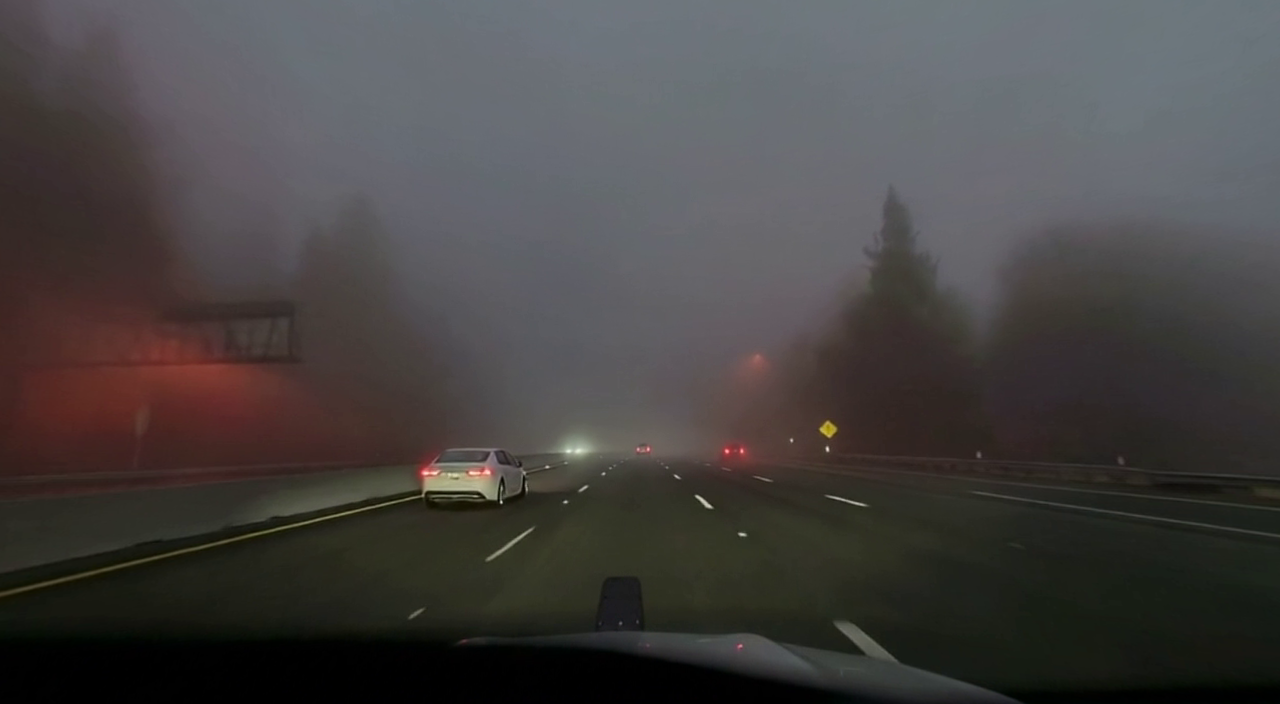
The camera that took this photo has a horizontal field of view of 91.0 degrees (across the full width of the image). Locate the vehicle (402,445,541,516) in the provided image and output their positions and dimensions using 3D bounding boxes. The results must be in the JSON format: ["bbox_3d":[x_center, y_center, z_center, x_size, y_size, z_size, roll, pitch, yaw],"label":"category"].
[{"bbox_3d":[-3.960,3.104,15.782,2.162,1.493,4.583,0,-9,1],"label":"vehicle"}]
